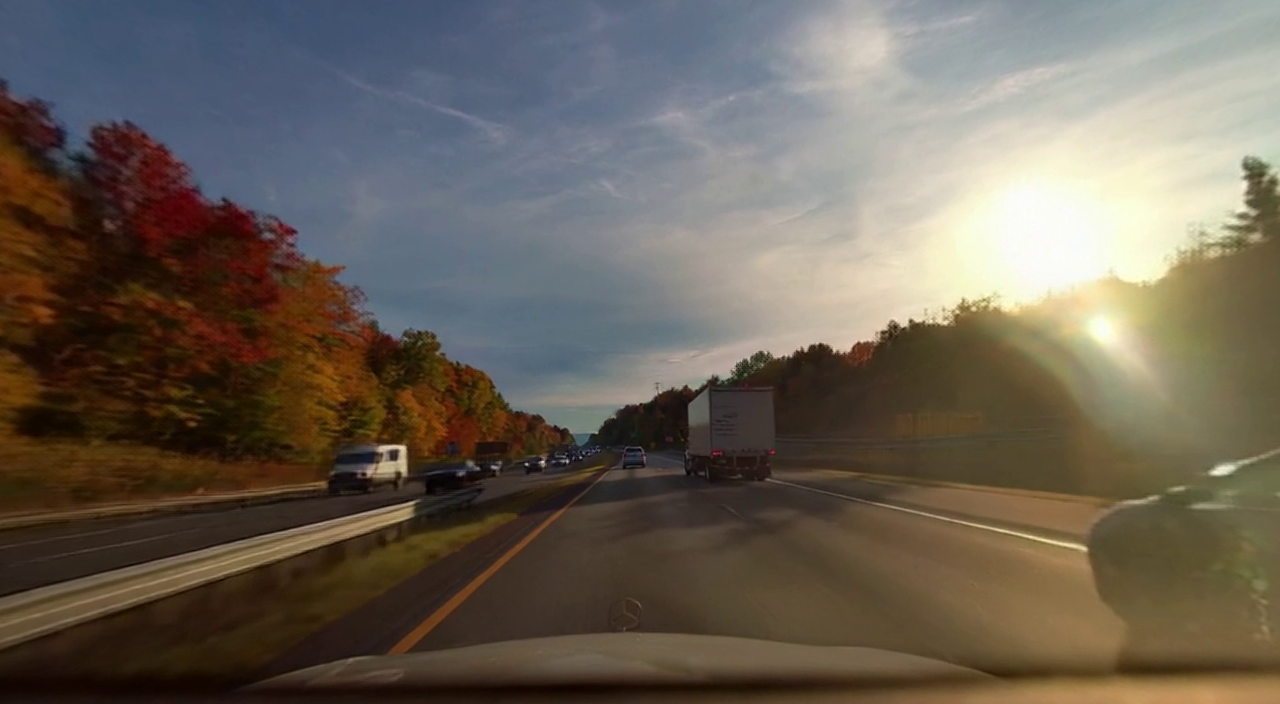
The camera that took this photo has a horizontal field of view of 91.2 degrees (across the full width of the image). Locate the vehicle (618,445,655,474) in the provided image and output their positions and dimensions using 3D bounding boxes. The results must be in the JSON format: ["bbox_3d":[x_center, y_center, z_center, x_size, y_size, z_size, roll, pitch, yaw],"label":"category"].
[{"bbox_3d":[-0.250,6.702,39.207,2.168,1.705,4.272,0,-9,-1],"label":"vehicle"}]

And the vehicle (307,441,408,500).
[{"bbox_3d":[-14.243,5.974,32.112,2.353,2.651,5.953,-1,-9,0],"label":"vehicle"}]

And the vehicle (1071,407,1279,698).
[{"bbox_3d":[4.352,0.942,2.647,1.997,1.504,4.236,0,-9,0],"label":"vehicle"}]

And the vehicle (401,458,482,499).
[{"bbox_3d":[-8.413,5.387,27.074,1.990,1.528,4.661,-1,-9,0],"label":"vehicle"}]
